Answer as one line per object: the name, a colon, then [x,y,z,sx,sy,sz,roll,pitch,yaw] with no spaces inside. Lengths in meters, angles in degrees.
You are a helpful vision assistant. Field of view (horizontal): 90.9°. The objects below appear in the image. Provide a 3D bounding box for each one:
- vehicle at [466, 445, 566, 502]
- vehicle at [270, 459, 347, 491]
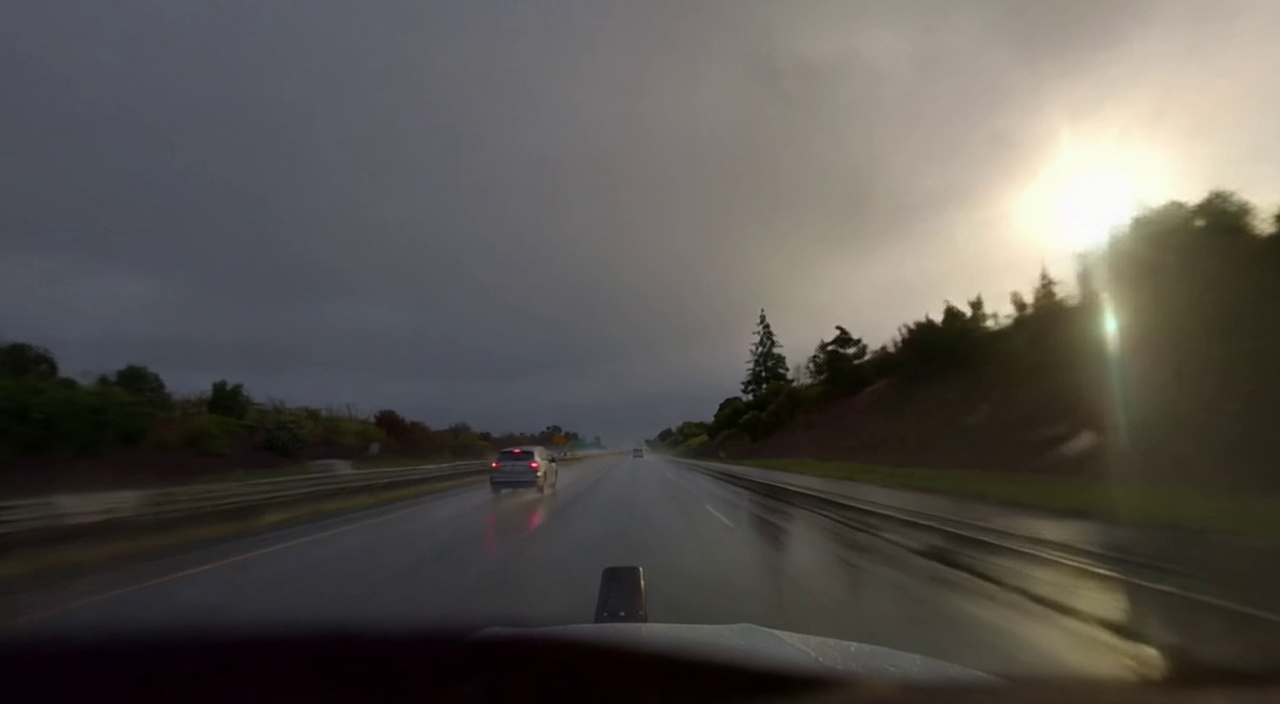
vehicle: [-3.536,3.573,18.974,2.054,1.475,4.708,0,-9,0]
vehicle: [-16.483,6.102,31.514,1.827,1.450,3.766,0,-9,-1]
